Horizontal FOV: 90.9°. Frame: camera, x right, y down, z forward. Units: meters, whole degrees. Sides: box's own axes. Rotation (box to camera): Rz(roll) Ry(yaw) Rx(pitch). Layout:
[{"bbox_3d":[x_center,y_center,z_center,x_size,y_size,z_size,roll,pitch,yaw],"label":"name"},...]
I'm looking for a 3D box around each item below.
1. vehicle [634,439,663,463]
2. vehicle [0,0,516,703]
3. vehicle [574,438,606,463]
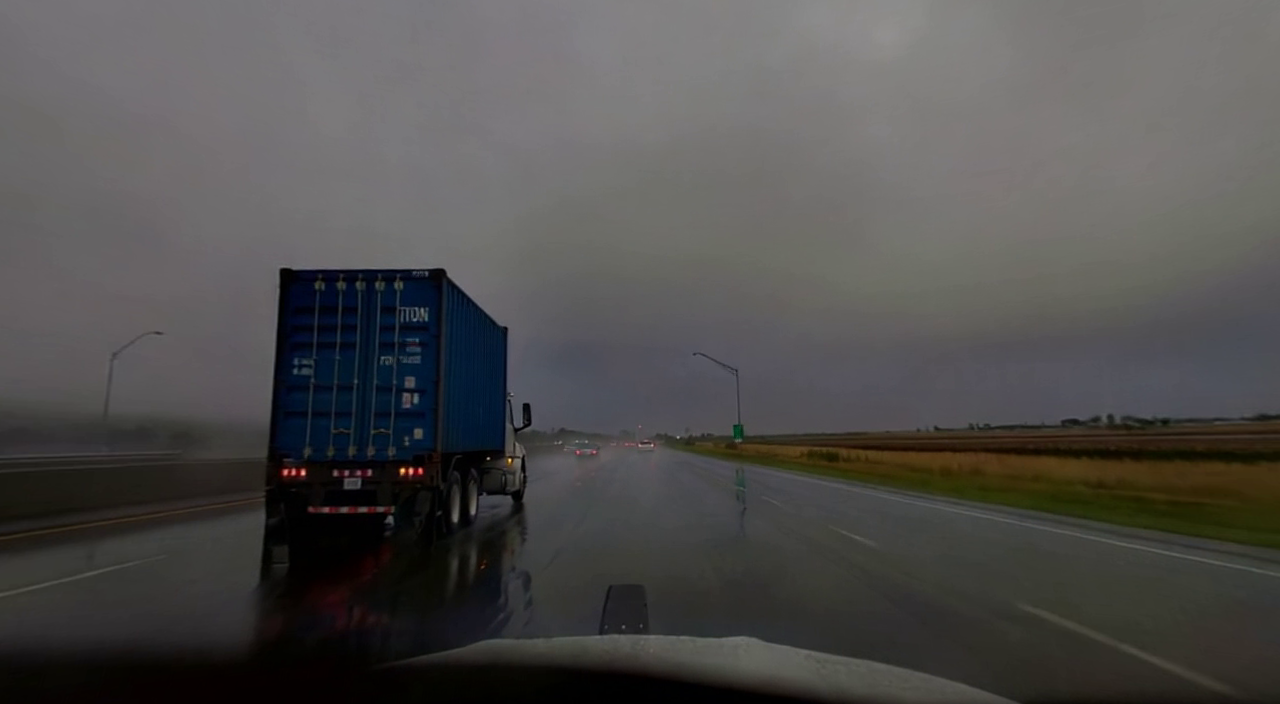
[{"bbox_3d":[0.657,7.597,48.603,2.136,1.718,4.157,0,-8,0],"label":"vehicle"},{"bbox_3d":[-3.966,0.080,5.128,2.840,4.032,13.388,0,-8,2],"label":"vehicle"},{"bbox_3d":[-3.643,7.272,46.573,1.995,1.745,4.187,0,-8,1],"label":"vehicle"}]
